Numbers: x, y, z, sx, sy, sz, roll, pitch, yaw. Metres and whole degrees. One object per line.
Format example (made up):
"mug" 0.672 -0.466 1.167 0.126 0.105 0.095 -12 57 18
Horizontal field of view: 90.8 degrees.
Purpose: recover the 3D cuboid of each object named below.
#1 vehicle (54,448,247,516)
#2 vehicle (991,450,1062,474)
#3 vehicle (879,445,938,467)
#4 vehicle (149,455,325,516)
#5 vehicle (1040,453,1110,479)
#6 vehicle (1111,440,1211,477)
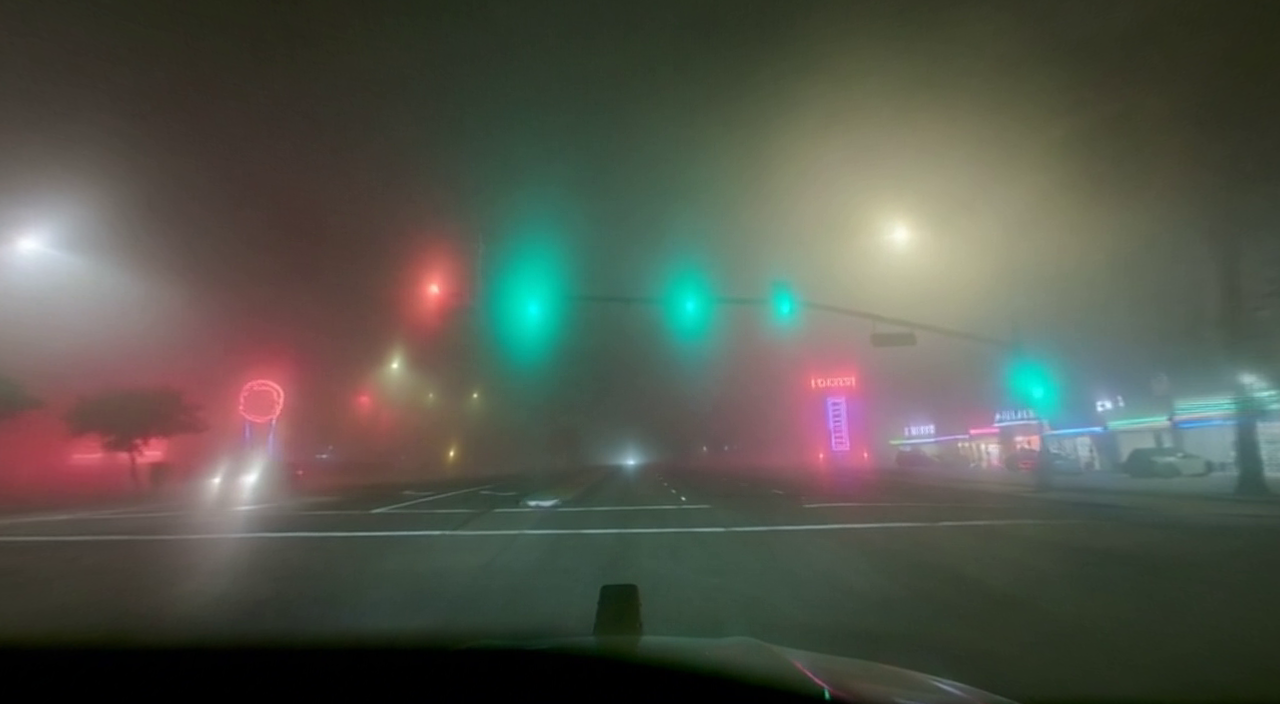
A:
"vehicle" -14.563 3.840 19.298 1.976 1.758 4.986 0 -9 -2
"vehicle" 22.540 6.403 36.856 3.280 1.344 1.518 2 -9 -11
"vehicle" 20.123 7.802 47.398 3.576 1.443 1.822 -2 -8 -3
"vehicle" -11.246 3.727 18.141 2.019 1.434 4.622 0 -9 0
"vehicle" 23.457 6.118 34.098 3.142 1.270 1.464 2 -10 -21
"vehicle" 24.470 5.015 29.697 3.381 1.424 2.059 0 -11 -22
